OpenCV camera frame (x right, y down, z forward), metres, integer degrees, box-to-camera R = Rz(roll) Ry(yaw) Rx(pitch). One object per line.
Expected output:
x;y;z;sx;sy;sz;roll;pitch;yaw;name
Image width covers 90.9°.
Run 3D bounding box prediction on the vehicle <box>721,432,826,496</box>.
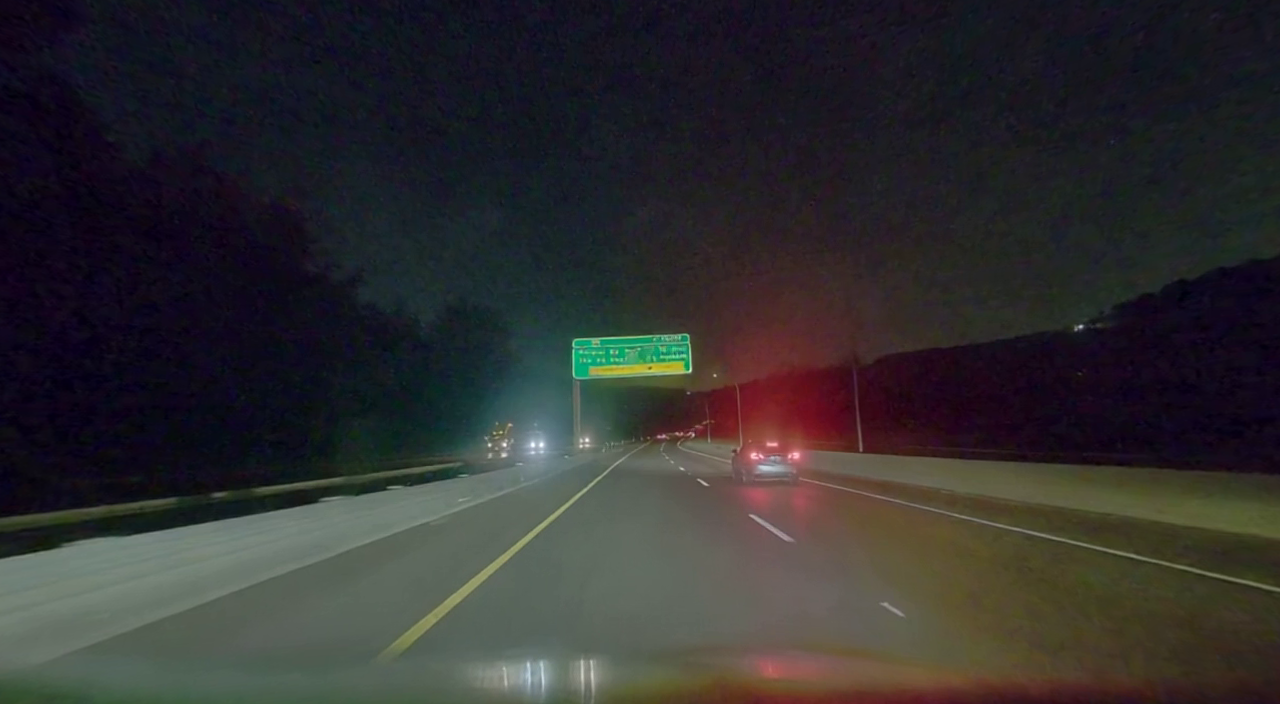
3.519;3.036;17.440;1.997;1.515;4.025;0;-8;0;vehicle
